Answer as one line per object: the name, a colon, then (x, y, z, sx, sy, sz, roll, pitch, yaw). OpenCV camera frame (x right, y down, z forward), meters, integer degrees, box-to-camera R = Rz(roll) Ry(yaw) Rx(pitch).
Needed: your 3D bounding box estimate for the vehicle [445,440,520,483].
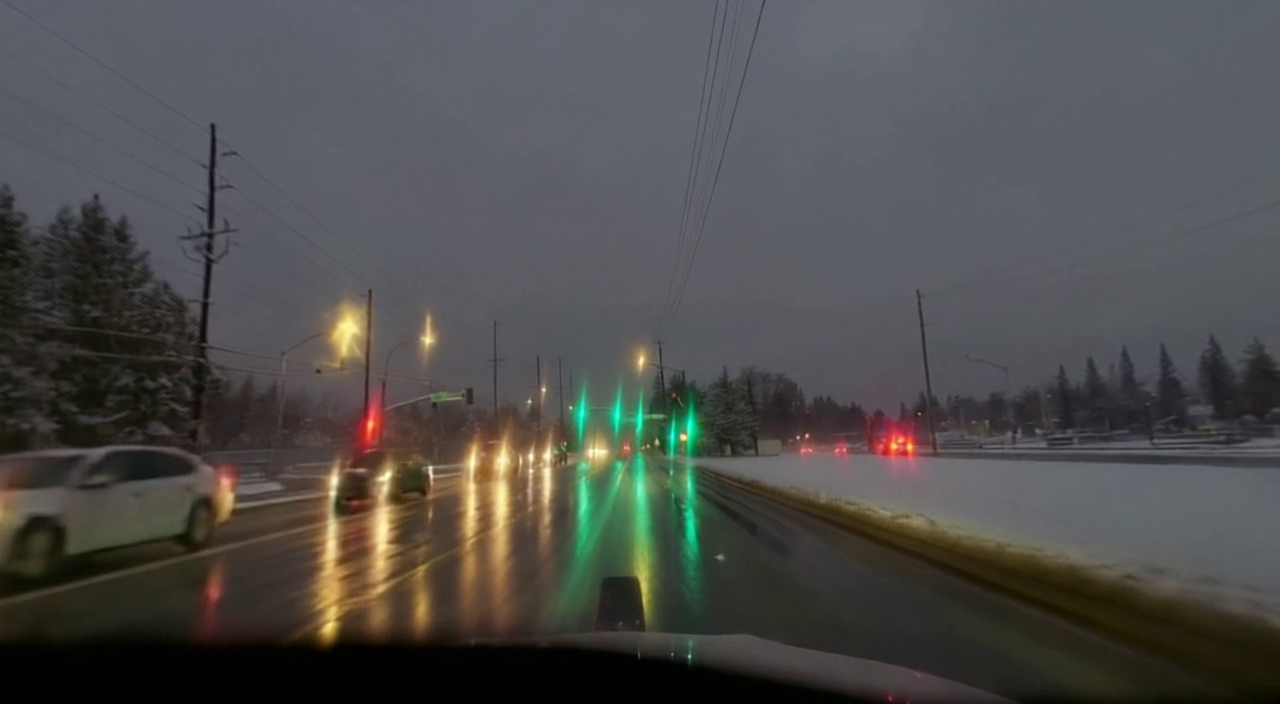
vehicle: (-7.041, 4.934, 28.858, 2.101, 1.768, 5.040, 0, -9, 0)

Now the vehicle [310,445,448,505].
vehicle: (-7.084, 3.363, 17.761, 2.008, 1.456, 4.409, 0, -9, 0)

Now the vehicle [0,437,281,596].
vehicle: (-7.027, 1.866, 8.047, 2.030, 1.482, 4.818, 0, -9, 1)

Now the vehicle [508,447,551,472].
vehicle: (-7.025, 6.848, 40.467, 1.854, 1.481, 4.518, 0, -9, 1)
